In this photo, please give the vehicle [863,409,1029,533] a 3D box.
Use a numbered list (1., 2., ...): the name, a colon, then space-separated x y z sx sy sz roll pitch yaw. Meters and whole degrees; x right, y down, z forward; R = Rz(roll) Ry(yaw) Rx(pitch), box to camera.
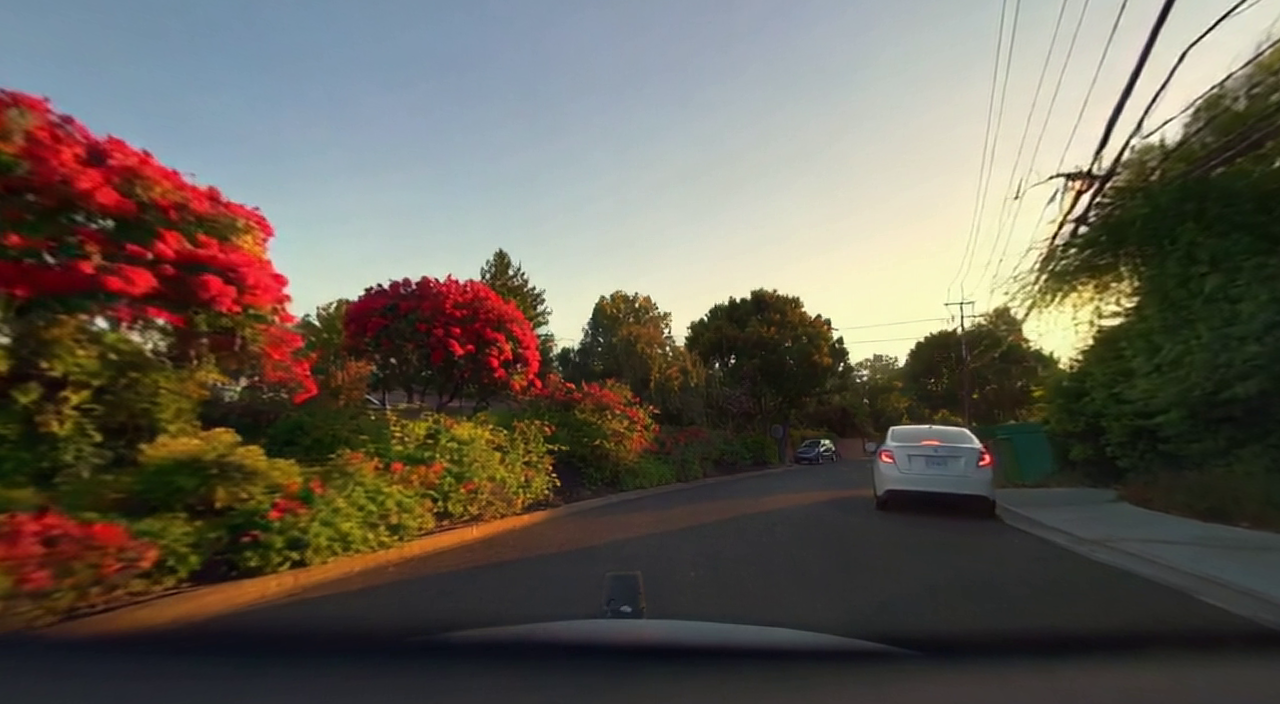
1. vehicle: 5.824 2.290 12.829 2.311 1.909 5.570 -3 -9 19
